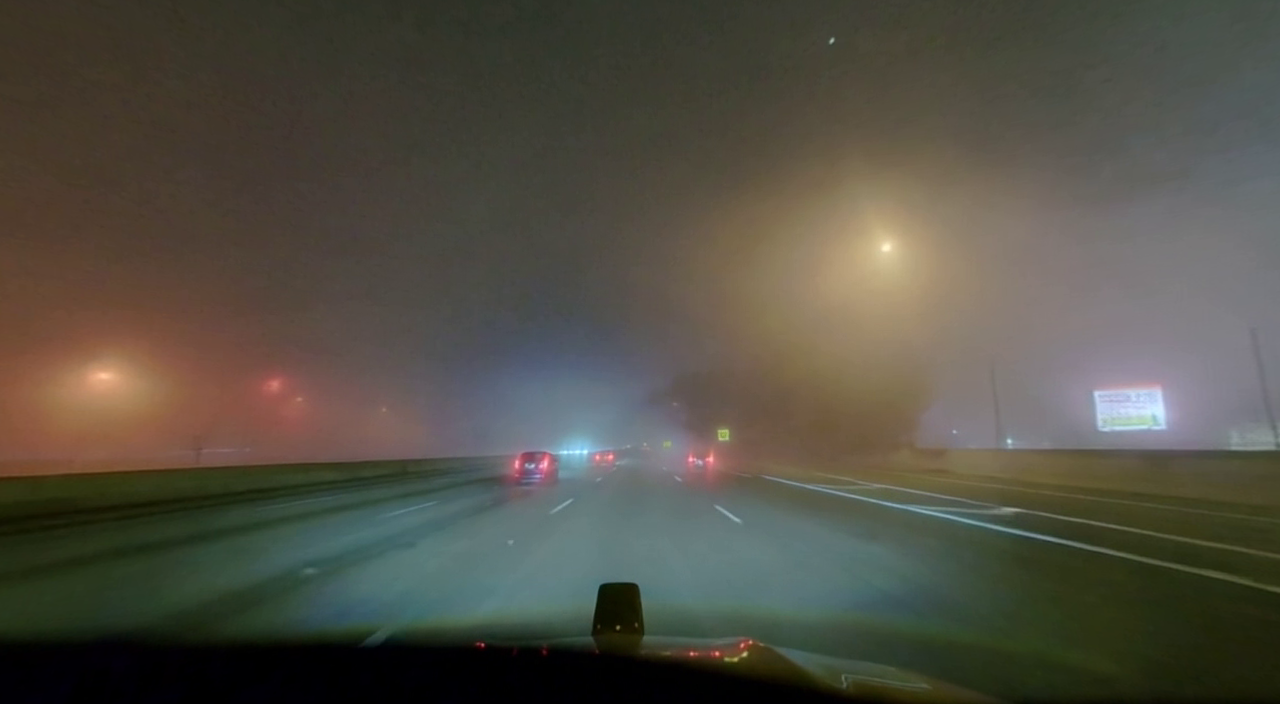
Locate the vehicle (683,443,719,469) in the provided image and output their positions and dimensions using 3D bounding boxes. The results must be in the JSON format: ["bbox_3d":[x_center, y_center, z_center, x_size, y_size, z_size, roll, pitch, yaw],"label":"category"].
[{"bbox_3d":[4.177,7.206,43.663,2.047,1.662,4.243,0,-9,-1],"label":"vehicle"}]
